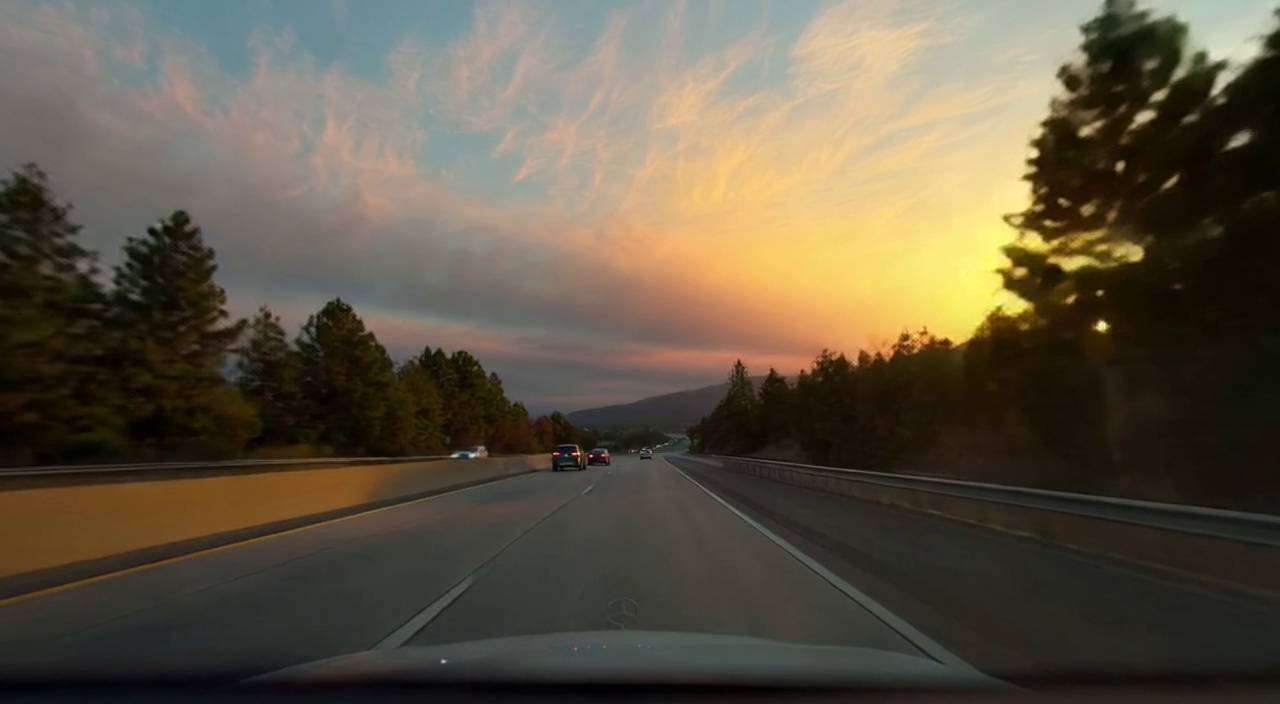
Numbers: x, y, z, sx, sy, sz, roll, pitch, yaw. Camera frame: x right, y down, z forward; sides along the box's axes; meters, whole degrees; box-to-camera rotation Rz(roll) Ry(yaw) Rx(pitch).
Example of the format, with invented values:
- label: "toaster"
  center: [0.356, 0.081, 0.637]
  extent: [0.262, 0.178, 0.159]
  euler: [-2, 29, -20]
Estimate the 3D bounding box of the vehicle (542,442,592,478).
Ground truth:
- label: "vehicle"
  center: [-3.442, 5.196, 30.462]
  extent: [1.846, 1.600, 4.108]
  euler: [0, -9, 1]
